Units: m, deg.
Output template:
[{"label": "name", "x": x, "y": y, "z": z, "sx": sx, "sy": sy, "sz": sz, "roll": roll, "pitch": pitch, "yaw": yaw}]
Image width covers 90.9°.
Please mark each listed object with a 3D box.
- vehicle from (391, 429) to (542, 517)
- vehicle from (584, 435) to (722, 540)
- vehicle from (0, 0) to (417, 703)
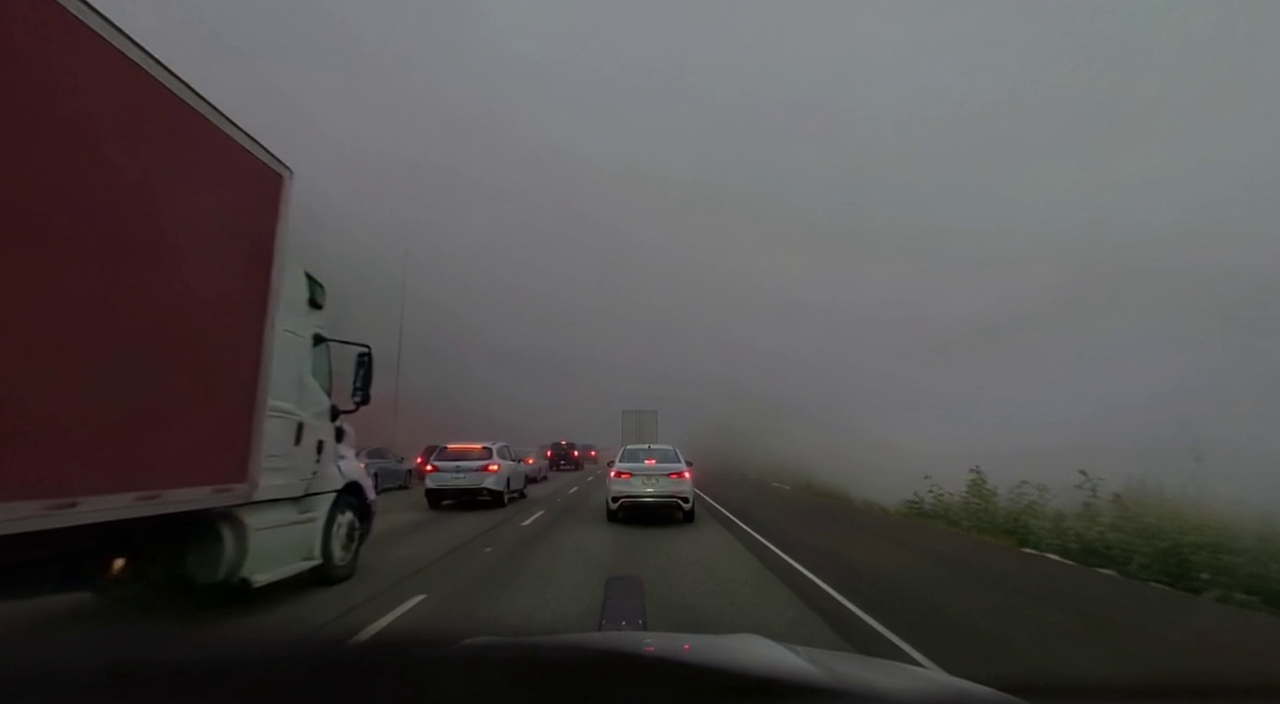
[{"label": "vehicle", "x": -3.645, "y": 2.647, "z": 14.202, "sx": 2.165, "sy": 1.638, "sz": 4.317, "roll": 0, "pitch": -9, "yaw": 0}, {"label": "vehicle", "x": 0.161, "y": 2.235, "z": 10.914, "sx": 1.995, "sy": 1.495, "sz": 3.380, "roll": 0, "pitch": -9, "yaw": -1}, {"label": "vehicle", "x": -3.876, "y": 0.130, "z": 2.835, "sx": 2.832, "sy": 3.293, "sz": 7.782, "roll": 0, "pitch": -9, "yaw": 0}]
